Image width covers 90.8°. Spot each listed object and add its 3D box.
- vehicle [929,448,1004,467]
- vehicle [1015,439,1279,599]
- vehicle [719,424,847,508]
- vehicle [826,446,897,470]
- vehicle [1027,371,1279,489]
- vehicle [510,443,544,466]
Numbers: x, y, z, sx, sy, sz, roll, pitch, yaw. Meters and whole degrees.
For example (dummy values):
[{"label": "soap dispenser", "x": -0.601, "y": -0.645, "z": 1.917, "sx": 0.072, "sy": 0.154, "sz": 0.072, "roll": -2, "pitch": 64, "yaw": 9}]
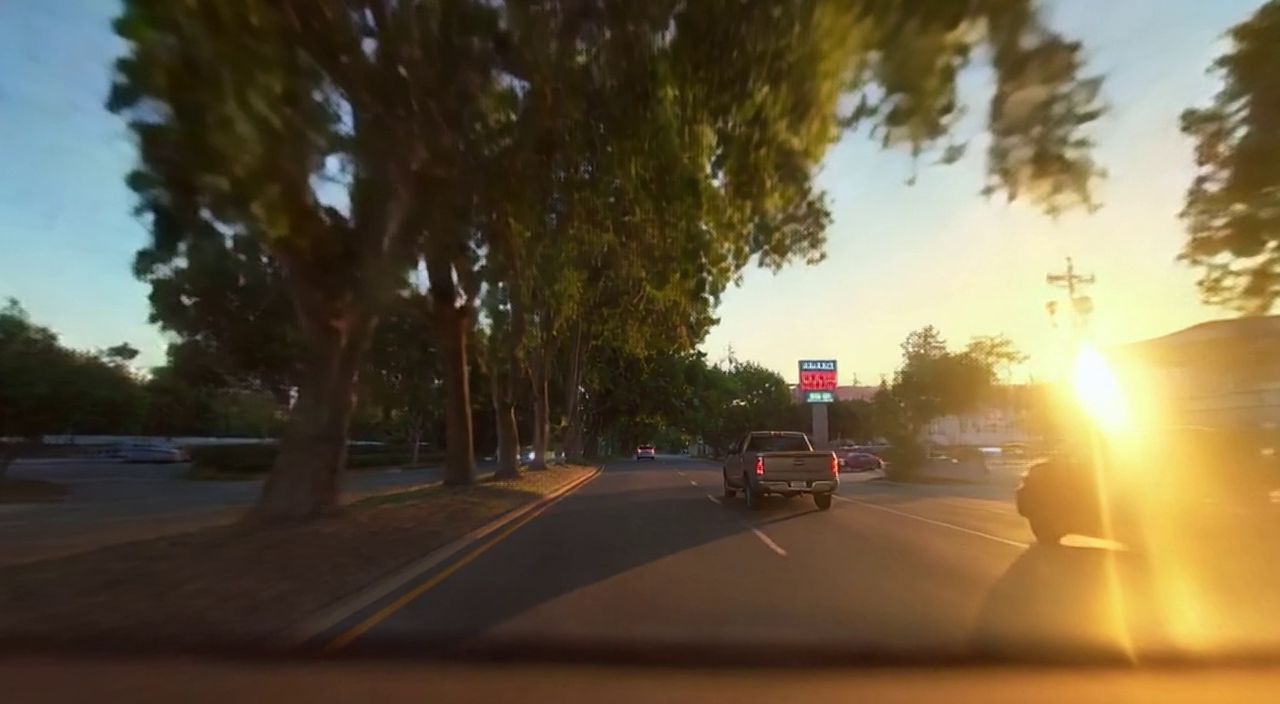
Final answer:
[{"label": "vehicle", "x": 25.002, "y": 8.074, "z": 48.426, "sx": 4.648, "sy": 1.444, "sz": 1.912, "roll": 0, "pitch": -8, "yaw": -1}, {"label": "vehicle", "x": 6.907, "y": 1.786, "z": 7.445, "sx": 2.012, "sy": 1.460, "sz": 4.812, "roll": 0, "pitch": -8, "yaw": 0}, {"label": "vehicle", "x": 3.495, "y": 2.907, "z": 16.644, "sx": 2.138, "sy": 1.836, "sz": 5.245, "roll": 0, "pitch": -8, "yaw": 0}, {"label": "vehicle", "x": 16.849, "y": 8.071, "z": 48.175, "sx": 4.554, "sy": 1.566, "sz": 1.925, "roll": -3, "pitch": -9, "yaw": 0}, {"label": "vehicle", "x": 18.917, "y": 2.769, "z": 22.076, "sx": 8.393, "sy": 3.716, "sz": 3.472, "roll": 1, "pitch": -9, "yaw": -2}, {"label": "vehicle", "x": -8.721, "y": 7.940, "z": 49.014, "sx": 1.834, "sy": 1.695, "sz": 4.129, "roll": 0, "pitch": -8, "yaw": 0}]
